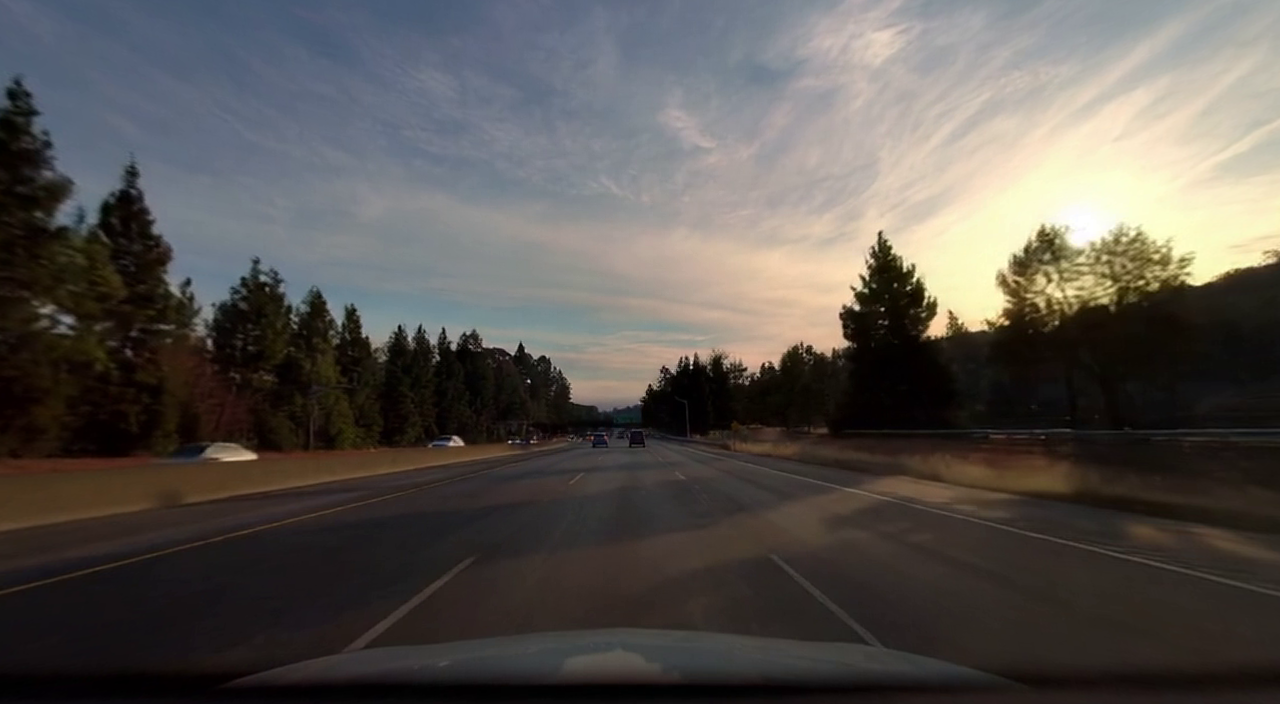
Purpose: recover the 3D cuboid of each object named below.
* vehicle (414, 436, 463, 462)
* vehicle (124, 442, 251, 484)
[{"bbox_3d":[-13.051,6.287,40.983,1.859,1.582,4.220,0,-8,-1],"label":"vehicle"},{"bbox_3d":[-17.573,4.288,24.755,1.826,1.498,4.295,0,-8,0],"label":"vehicle"}]
